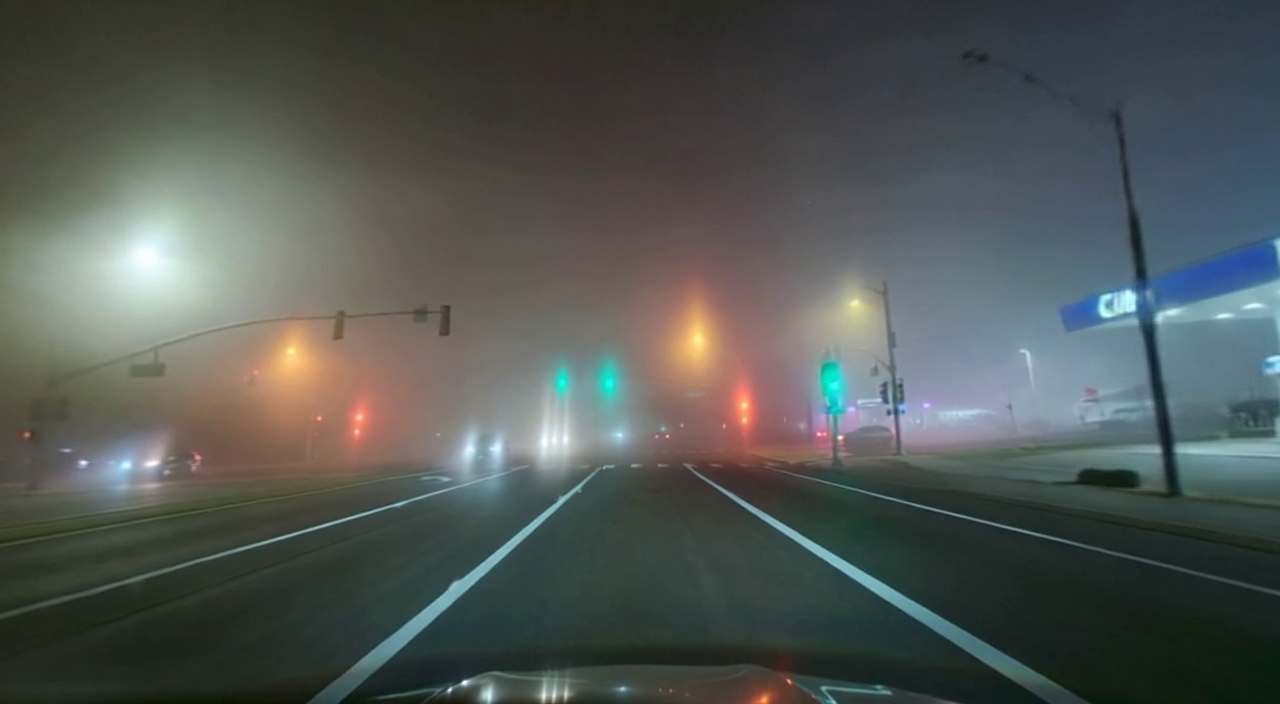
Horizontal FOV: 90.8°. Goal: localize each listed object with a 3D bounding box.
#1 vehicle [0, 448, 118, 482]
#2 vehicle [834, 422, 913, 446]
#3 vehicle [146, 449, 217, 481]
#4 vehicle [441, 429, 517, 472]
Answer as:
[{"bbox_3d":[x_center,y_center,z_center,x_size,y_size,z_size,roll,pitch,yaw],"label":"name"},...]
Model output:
[{"bbox_3d":[-33.012,6.353,35.680,5.040,1.826,2.155,0,-8,-1],"label":"vehicle"},{"bbox_3d":[16.211,5.725,44.041,4.727,1.585,2.066,-1,-8,1],"label":"vehicle"},{"bbox_3d":[-23.277,5.682,31.995,4.444,1.457,1.927,-8,-11,42],"label":"vehicle"},{"bbox_3d":[-6.831,4.236,27.292,2.074,1.692,4.333,0,-8,1],"label":"vehicle"}]
